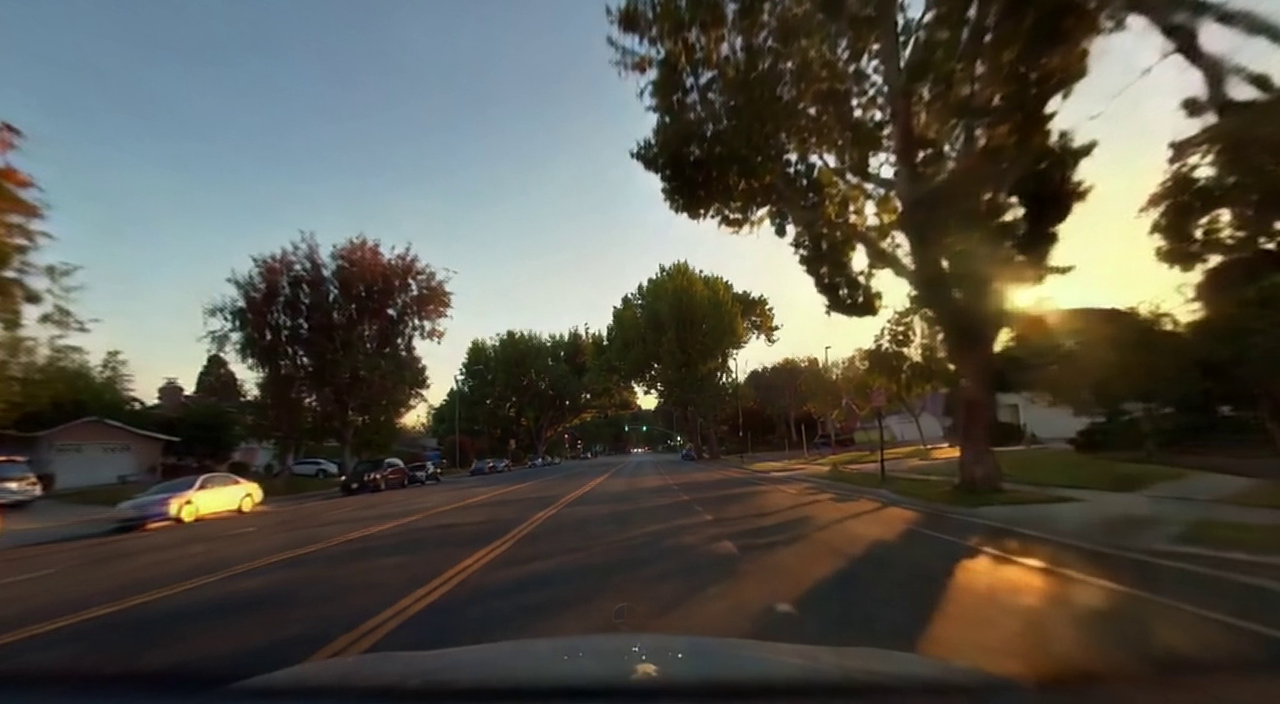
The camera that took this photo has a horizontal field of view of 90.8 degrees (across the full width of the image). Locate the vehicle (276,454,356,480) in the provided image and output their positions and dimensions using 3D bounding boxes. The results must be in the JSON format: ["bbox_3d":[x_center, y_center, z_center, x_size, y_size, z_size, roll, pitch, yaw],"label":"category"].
[{"bbox_3d":[-21.581,7.684,42.196,4.284,1.621,1.938,0,-9,1],"label":"vehicle"}]

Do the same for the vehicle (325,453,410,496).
[{"bbox_3d":[-12.814,5.748,30.072,1.882,1.775,4.904,0,-9,0],"label":"vehicle"}]

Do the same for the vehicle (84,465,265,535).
[{"bbox_3d":[-12.825,4.049,17.828,1.833,1.464,4.292,-4,-8,1],"label":"vehicle"}]

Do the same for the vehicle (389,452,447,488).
[{"bbox_3d":[-12.530,6.660,35.878,1.882,1.727,3.945,-3,-8,1],"label":"vehicle"}]
